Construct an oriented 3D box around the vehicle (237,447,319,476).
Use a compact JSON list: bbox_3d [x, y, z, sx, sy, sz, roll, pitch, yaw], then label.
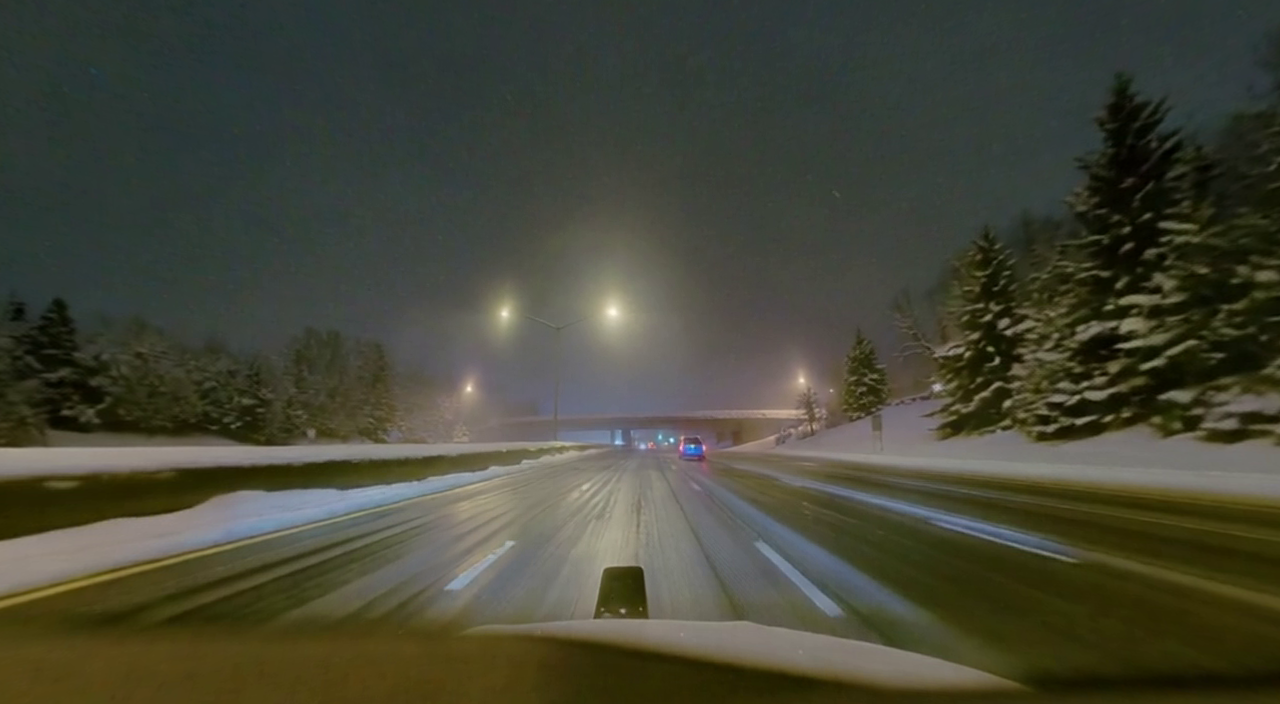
[{"bbox_3d":[-18.612,5.621,32.631,1.915,1.403,3.739,0,-8,1],"label":"vehicle"}]
